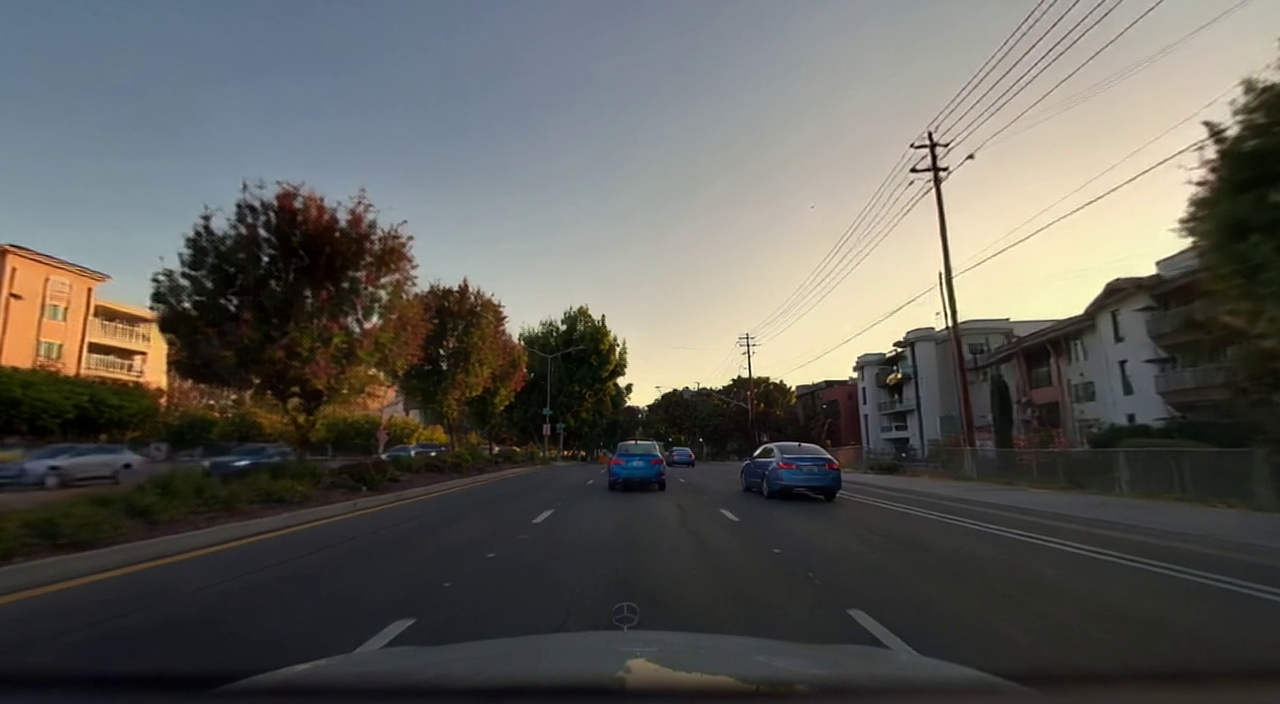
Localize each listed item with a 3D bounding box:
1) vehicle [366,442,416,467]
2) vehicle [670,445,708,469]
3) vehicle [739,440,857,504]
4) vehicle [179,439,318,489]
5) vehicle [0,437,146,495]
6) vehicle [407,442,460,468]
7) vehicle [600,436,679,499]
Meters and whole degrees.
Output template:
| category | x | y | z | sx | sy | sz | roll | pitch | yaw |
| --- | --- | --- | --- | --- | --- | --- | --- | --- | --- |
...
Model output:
| category | x | y | z | sx | sy | sz | roll | pitch | yaw |
| --- | --- | --- | --- | --- | --- | --- | --- | --- | --- |
| vehicle | -17.869 | 7.329 | 45.512 | 1.822 | 1.695 | 4.329 | 0 | -8 | -1 |
| vehicle | 3.193 | 6.900 | 41.610 | 2.054 | 1.461 | 4.321 | 0 | -8 | -1 |
| vehicle | 4.194 | 3.249 | 17.610 | 2.086 | 1.534 | 4.351 | 0 | -8 | -1 |
| vehicle | -13.479 | 3.863 | 22.177 | 1.981 | 1.572 | 4.575 | 0 | -8 | -1 |
| vehicle | -17.153 | 3.255 | 18.437 | 1.873 | 1.459 | 4.447 | 0 | -8 | 0 |
| vehicle | -13.674 | 6.864 | 42.207 | 1.982 | 1.639 | 4.553 | 0 | -8 | 0 |
| vehicle | -0.056 | 3.302 | 18.477 | 2.073 | 1.606 | 3.933 | 0 | -8 | -1 |
